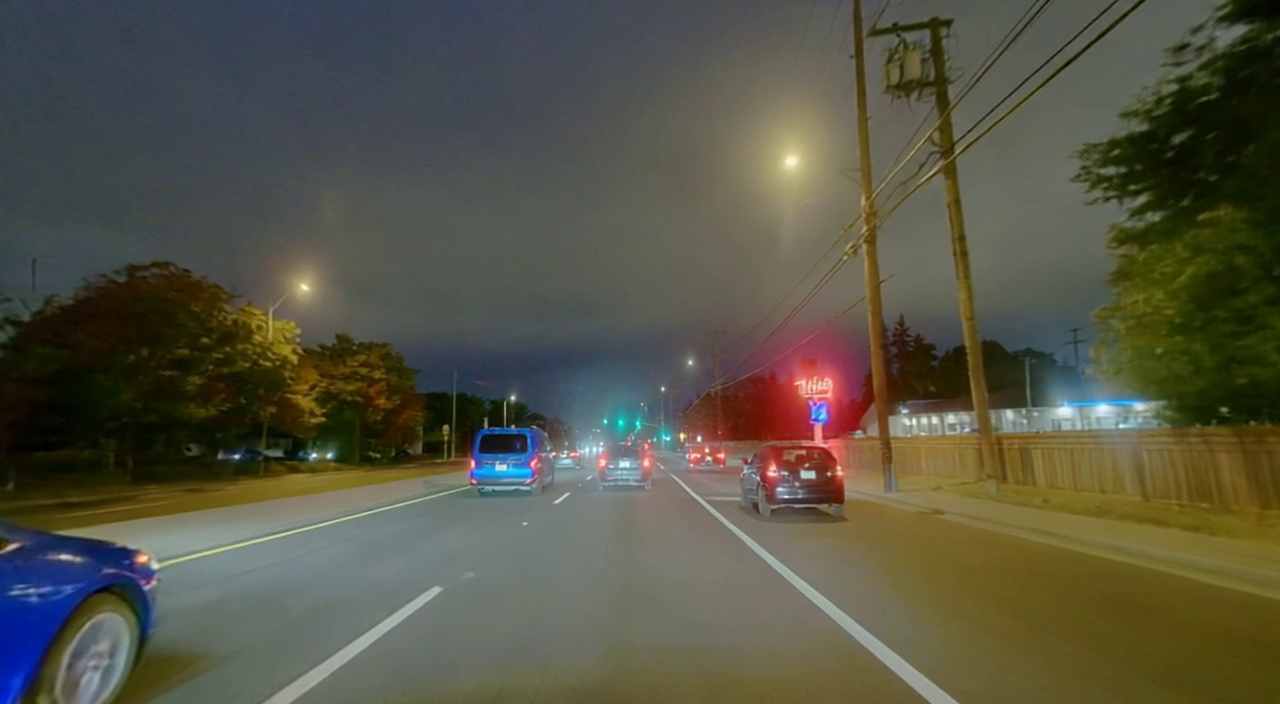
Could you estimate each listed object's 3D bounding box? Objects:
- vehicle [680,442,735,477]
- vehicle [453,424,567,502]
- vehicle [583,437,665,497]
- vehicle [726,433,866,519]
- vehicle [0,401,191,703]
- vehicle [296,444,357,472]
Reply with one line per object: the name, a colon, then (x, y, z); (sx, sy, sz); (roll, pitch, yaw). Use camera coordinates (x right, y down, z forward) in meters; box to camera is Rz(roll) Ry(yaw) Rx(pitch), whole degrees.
vehicle: (3.026, 4.913, 29.179); (1.878, 1.479, 4.461); (0, -9, -2)
vehicle: (-3.377, 3.001, 17.500); (2.092, 1.839, 4.736); (0, -9, 0)
vehicle: (-0.410, 3.219, 18.033); (2.097, 1.511, 3.809); (0, -9, 0)
vehicle: (3.074, 2.519, 13.320); (1.880, 1.521, 3.724); (0, -9, -2)
vehicle: (-3.332, 0.721, 1.011); (2.004, 1.454, 4.349); (0, -9, 0)
vehicle: (-23.149, 7.820, 46.831); (2.094, 1.899, 4.789); (0, -9, -1)
